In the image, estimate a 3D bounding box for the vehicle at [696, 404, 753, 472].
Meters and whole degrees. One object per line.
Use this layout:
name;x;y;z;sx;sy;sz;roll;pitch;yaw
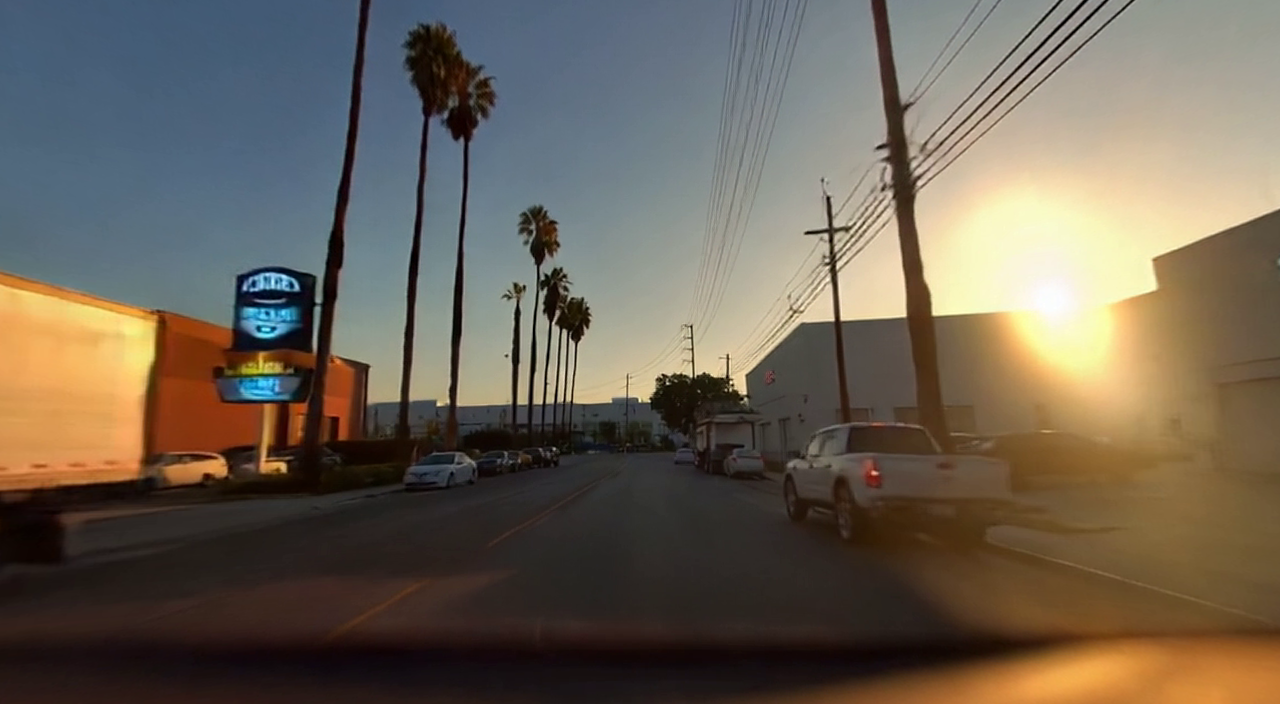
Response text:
vehicle;5.088;5.478;39.852;2.933;3.697;10.065;-1;-9;4

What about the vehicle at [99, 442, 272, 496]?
vehicle;-15.391;3.971;21.836;1.935;1.550;4.951;-3;-9;7

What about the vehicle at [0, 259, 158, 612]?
vehicle;-7.853;0.505;4.113;2.941;3.418;7.738;-1;-9;3

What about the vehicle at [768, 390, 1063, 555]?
vehicle;3.955;1.916;10.787;2.400;1.985;6.155;0;-9;2

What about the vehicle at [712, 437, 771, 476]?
vehicle;4.930;5.162;31.481;2.141;1.739;5.130;0;-9;1

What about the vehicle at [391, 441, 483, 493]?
vehicle;-7.426;4.215;23.554;1.936;1.632;4.145;-3;-8;2
